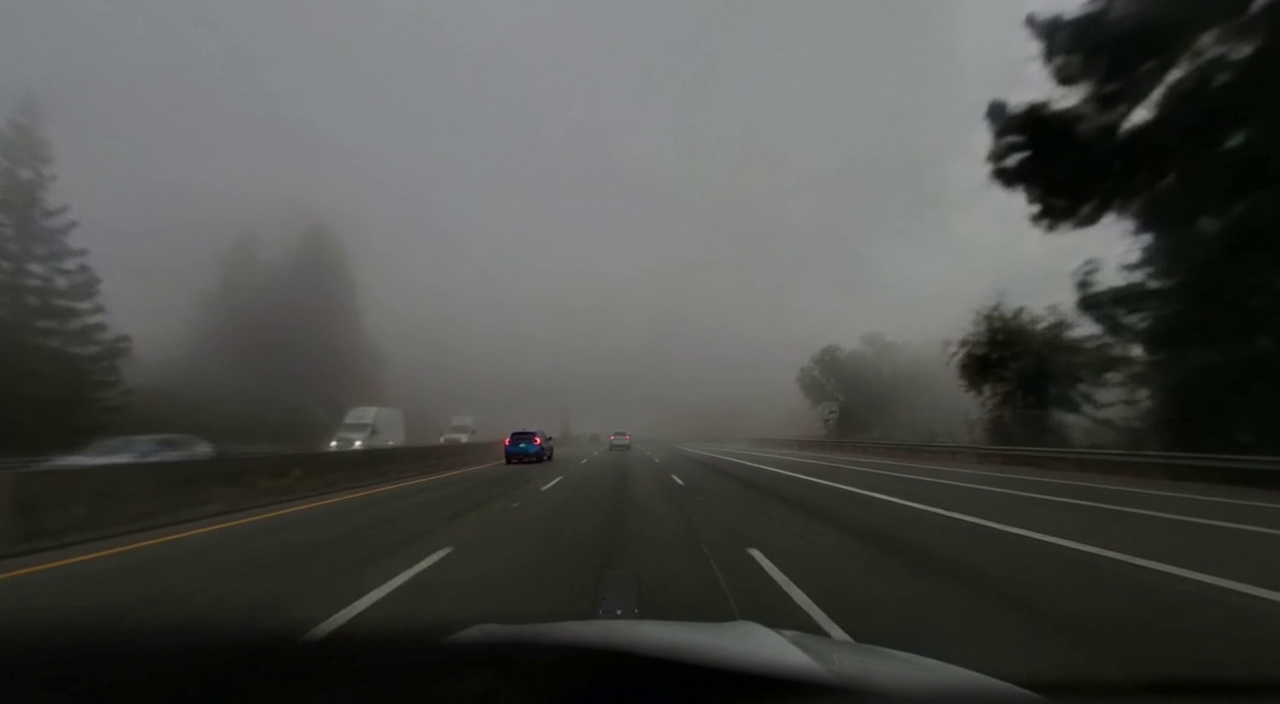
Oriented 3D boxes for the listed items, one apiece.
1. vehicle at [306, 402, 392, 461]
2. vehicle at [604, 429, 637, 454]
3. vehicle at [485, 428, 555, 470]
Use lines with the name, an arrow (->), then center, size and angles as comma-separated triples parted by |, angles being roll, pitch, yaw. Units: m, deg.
vehicle -> -20.892, 5.786, 45.629 | 3.146, 3.920, 6.327 | 1, -7, -1
vehicle -> -1.258, 6.030, 42.467 | 2.116, 1.625, 4.004 | 0, -8, 0
vehicle -> -4.797, 3.945, 25.836 | 2.017, 1.537, 4.496 | 0, -8, 0
